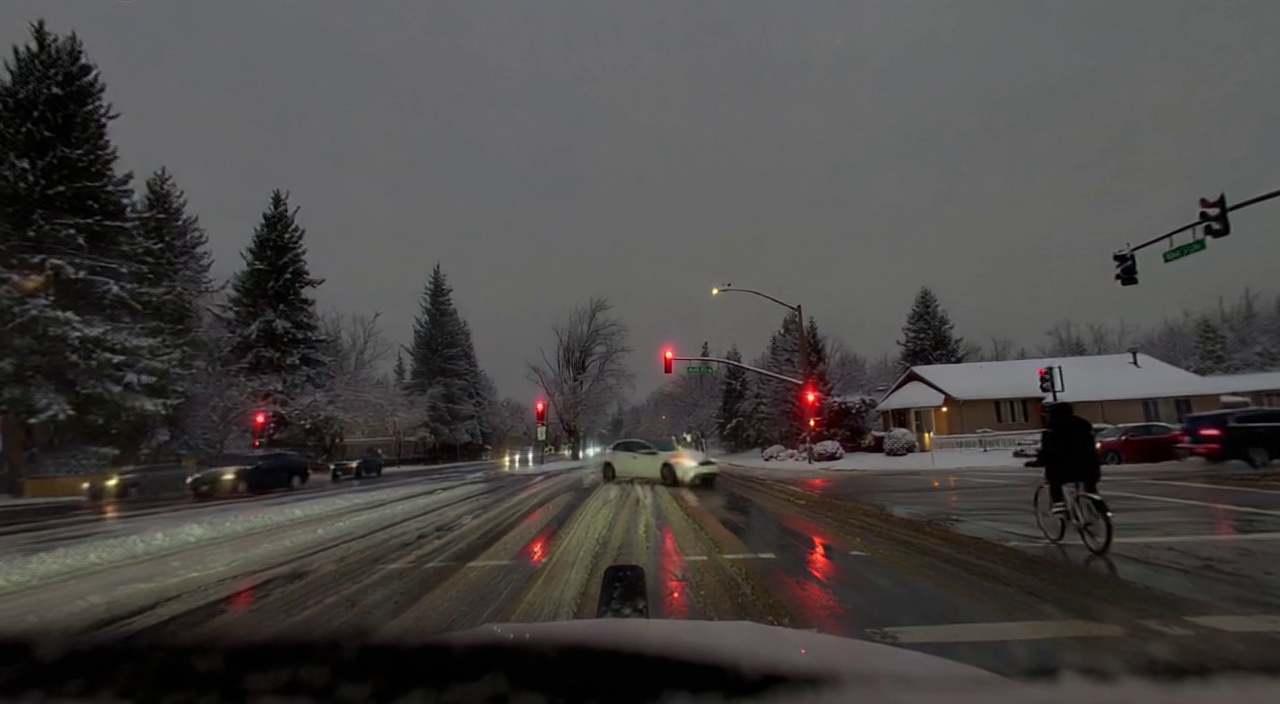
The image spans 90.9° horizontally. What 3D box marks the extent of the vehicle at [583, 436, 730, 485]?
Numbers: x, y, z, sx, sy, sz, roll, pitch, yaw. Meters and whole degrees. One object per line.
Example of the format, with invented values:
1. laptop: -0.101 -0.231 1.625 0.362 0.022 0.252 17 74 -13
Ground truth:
1. vehicle: 0.485 3.691 21.723 4.749 1.496 2.017 -7 -11 36

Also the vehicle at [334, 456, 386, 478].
1. vehicle: -19.895 8.180 44.992 1.810 1.393 4.423 0 -9 -2

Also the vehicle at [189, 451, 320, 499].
1. vehicle: -13.667 4.334 22.716 1.973 1.511 4.299 0 -9 1

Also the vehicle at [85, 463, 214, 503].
1. vehicle: -20.945 5.585 27.204 1.872 1.455 4.576 0 -9 0

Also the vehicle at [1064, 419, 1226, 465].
1. vehicle: 17.347 3.108 21.806 3.969 1.493 1.823 0 -9 1

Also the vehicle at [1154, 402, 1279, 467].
1. vehicle: 18.243 2.344 17.902 5.188 1.731 2.191 -1 -9 3
